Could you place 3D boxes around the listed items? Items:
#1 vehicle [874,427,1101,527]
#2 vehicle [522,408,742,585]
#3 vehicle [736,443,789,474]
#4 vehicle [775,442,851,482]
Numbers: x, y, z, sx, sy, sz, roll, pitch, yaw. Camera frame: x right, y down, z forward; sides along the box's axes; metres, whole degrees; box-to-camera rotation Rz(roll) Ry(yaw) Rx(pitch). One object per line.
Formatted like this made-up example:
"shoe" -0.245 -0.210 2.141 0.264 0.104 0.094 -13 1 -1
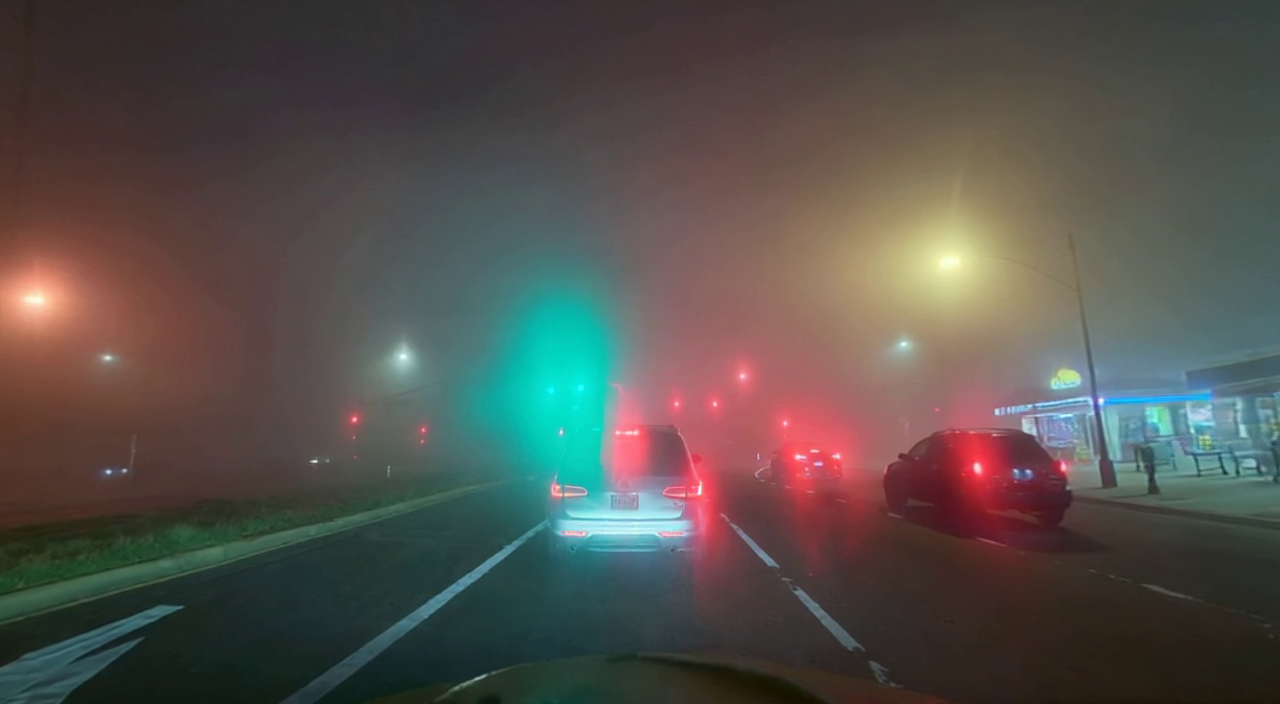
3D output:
"vehicle" 6.664 2.434 12.866 2.072 1.652 4.611 0 -9 1
"vehicle" -0.063 1.691 8.116 2.115 1.700 3.901 0 -9 1
"vehicle" 6.259 5.460 32.634 1.961 1.477 4.454 0 -9 2
"vehicle" 6.852 4.404 25.424 1.833 1.452 4.237 0 -9 -1
